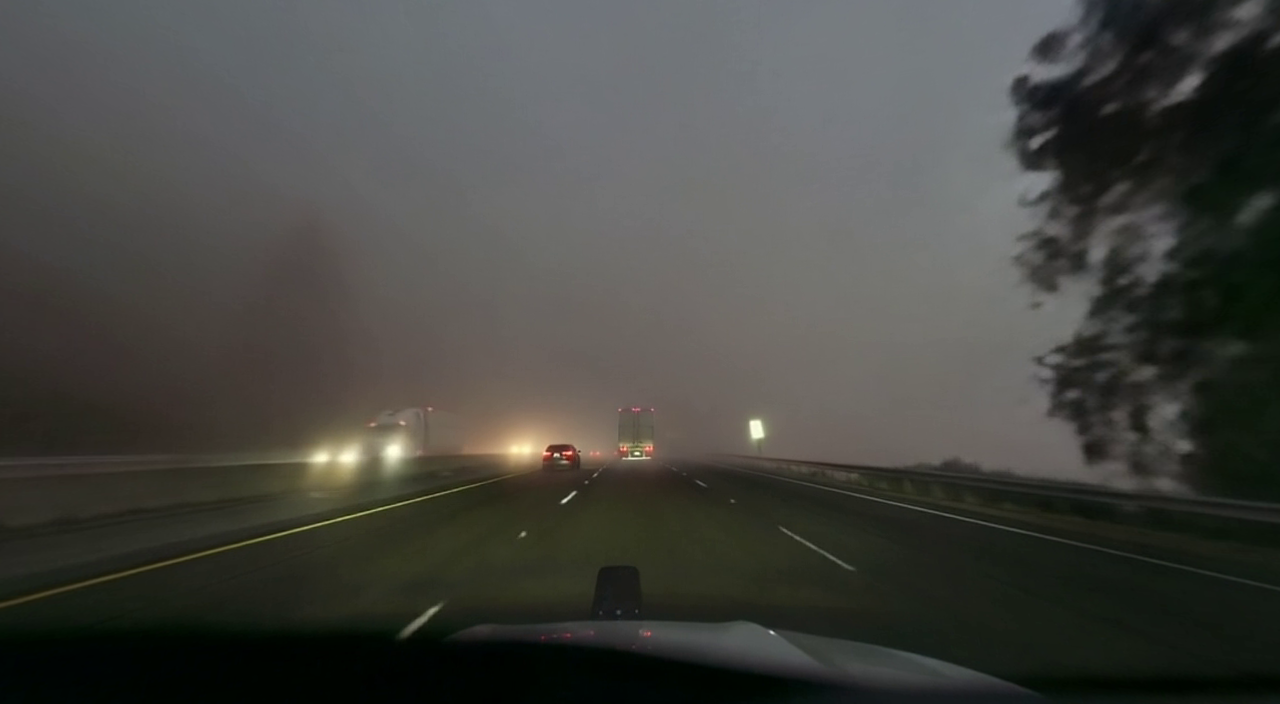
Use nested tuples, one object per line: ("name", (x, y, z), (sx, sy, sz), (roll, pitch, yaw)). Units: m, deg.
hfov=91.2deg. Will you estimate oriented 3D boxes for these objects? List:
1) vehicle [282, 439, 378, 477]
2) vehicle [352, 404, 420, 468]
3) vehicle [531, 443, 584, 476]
("vehicle", (-13.199, 4.540, 27.055), (1.864, 1.501, 4.510), (0, -9, -1))
("vehicle", (-17.739, 5.924, 44.033), (3.116, 4.225, 3.440), (1, -9, -1))
("vehicle", (-4.035, 5.344, 31.373), (2.057, 1.519, 4.372), (0, -9, 0))
